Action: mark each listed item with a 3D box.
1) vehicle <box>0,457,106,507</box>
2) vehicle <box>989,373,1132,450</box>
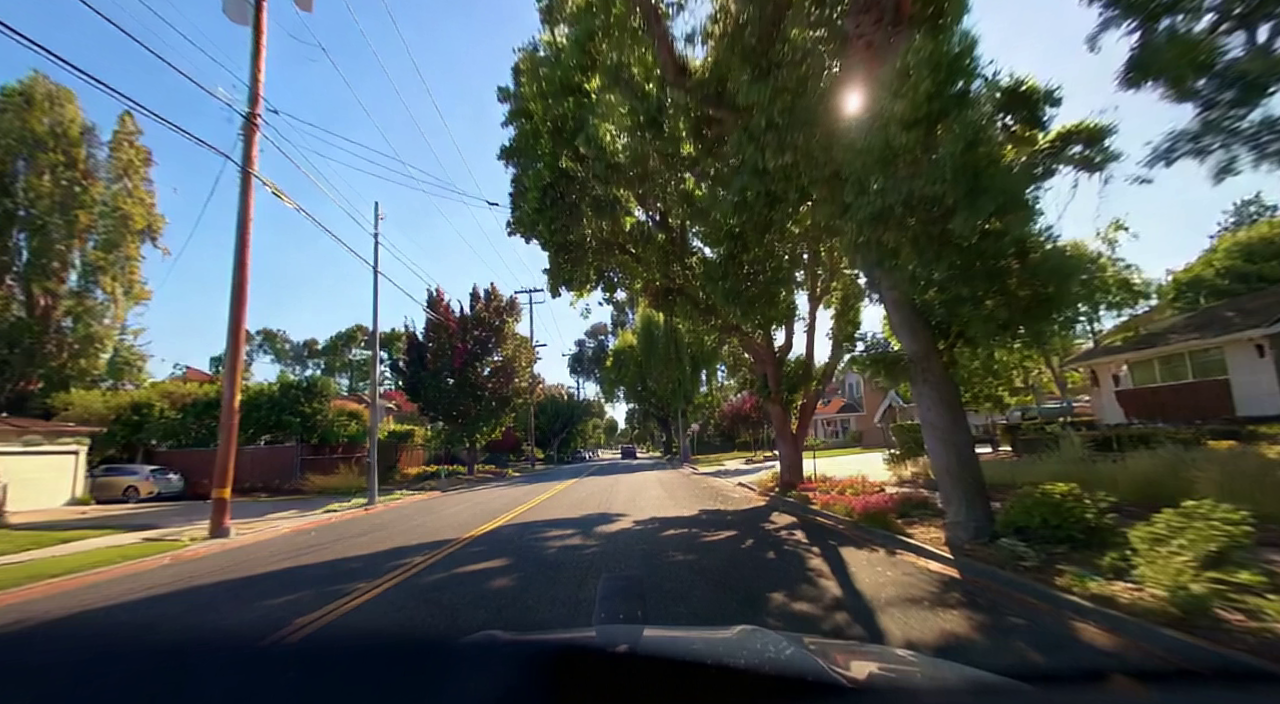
[{"bbox_3d":[-25.735,5.613,27.449,3.243,2.006,1.893,0,-8,3],"label":"vehicle"},{"bbox_3d":[21.240,3.257,32.540,2.918,3.393,7.033,-3,-9,7],"label":"vehicle"}]
